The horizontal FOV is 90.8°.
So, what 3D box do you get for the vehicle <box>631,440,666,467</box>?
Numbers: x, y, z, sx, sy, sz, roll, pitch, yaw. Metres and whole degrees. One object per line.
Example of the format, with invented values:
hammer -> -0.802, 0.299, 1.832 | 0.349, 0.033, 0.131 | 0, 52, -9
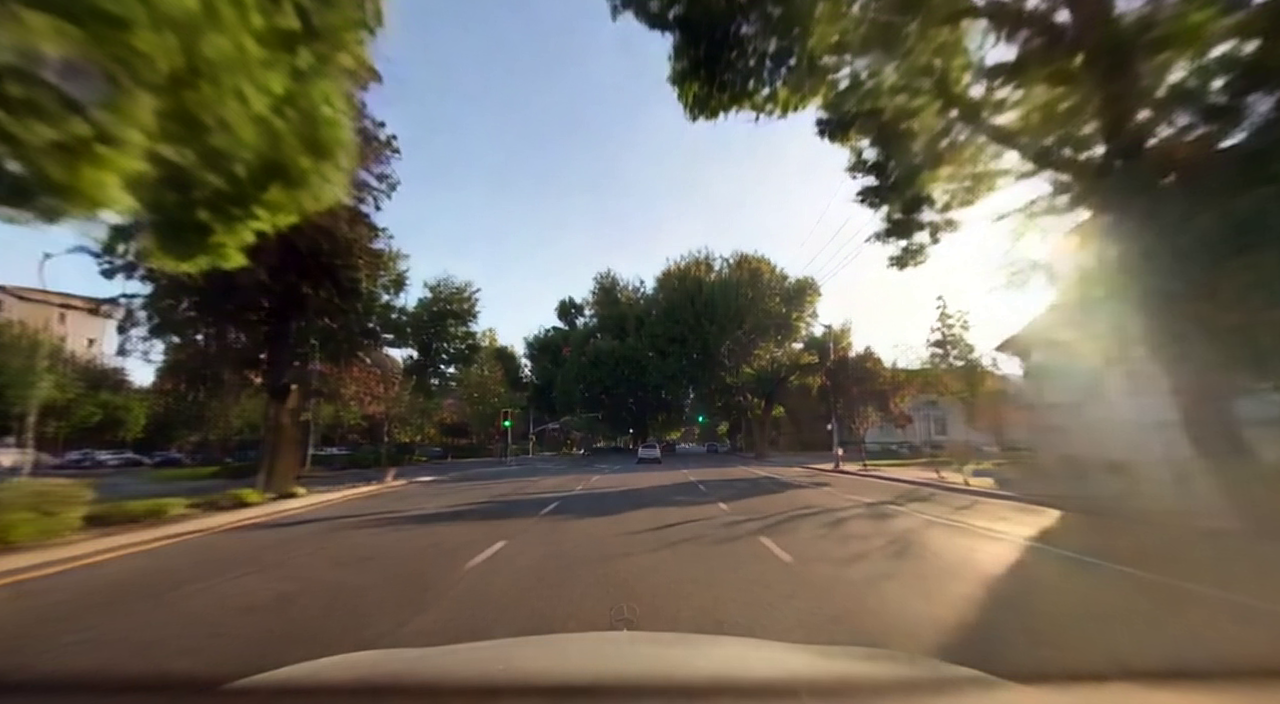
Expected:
vehicle -> 0.563, 6.312, 39.359 | 2.037, 1.568, 3.693 | 0, -9, 3
